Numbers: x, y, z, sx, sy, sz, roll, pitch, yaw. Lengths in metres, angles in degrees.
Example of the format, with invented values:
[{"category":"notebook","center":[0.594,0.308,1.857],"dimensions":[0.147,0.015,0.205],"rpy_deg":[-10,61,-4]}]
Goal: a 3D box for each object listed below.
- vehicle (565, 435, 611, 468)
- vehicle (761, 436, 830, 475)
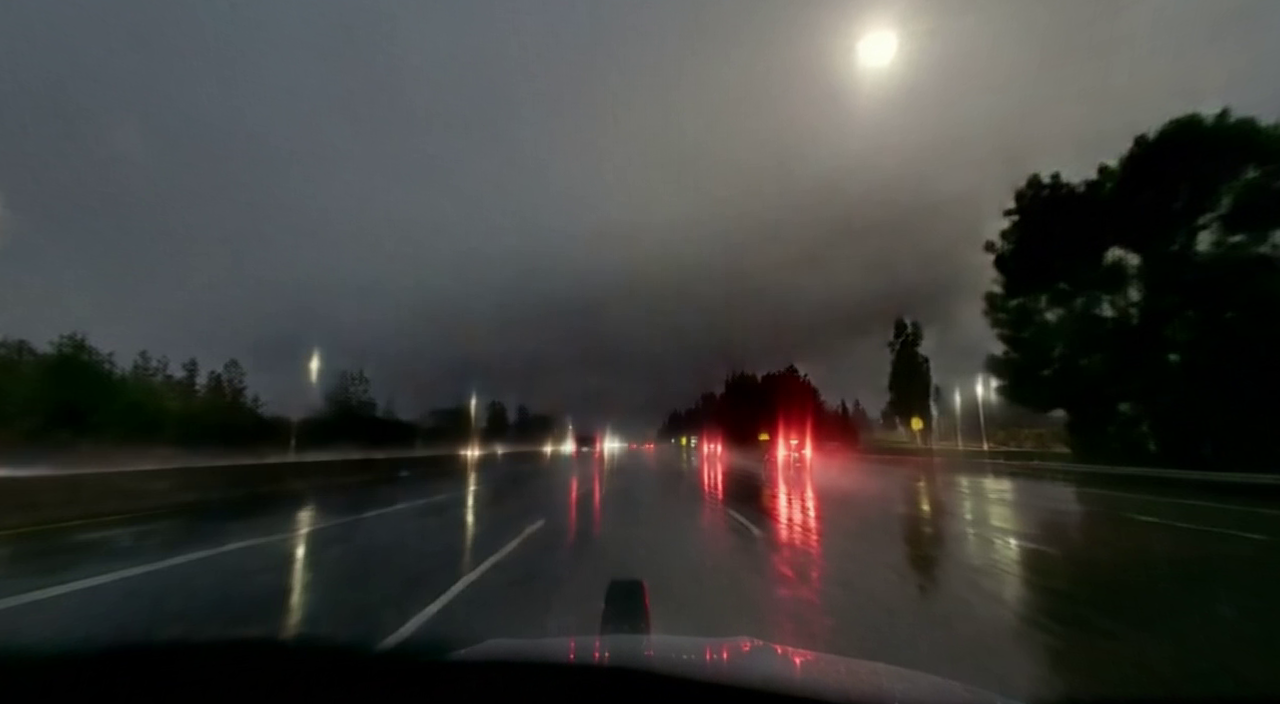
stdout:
[{"category":"vehicle","center":[-3.271,6.375,40.596],"dimensions":[2.453,1.952,5.320],"rpy_deg":[0,-8,1]},{"category":"vehicle","center":[7.231,4.856,29.778],"dimensions":[2.063,1.706,4.259],"rpy_deg":[0,-8,-1]}]
